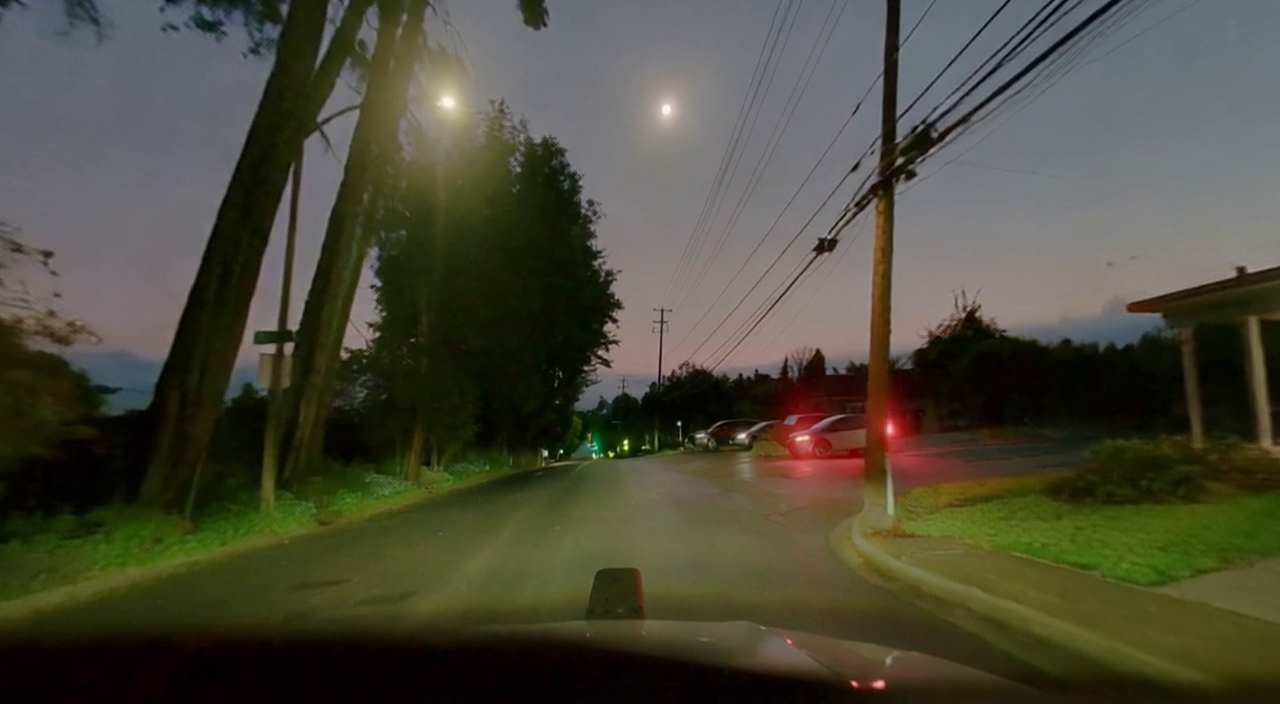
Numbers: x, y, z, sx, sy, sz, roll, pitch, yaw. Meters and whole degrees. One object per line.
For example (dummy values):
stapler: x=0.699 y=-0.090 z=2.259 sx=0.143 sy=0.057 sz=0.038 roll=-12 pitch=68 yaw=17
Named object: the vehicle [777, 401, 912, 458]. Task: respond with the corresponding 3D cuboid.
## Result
vehicle: x=7.784 y=2.989 z=24.065 sx=4.780 sy=1.984 sz=1.896 roll=4 pitch=-9 yaw=-24
